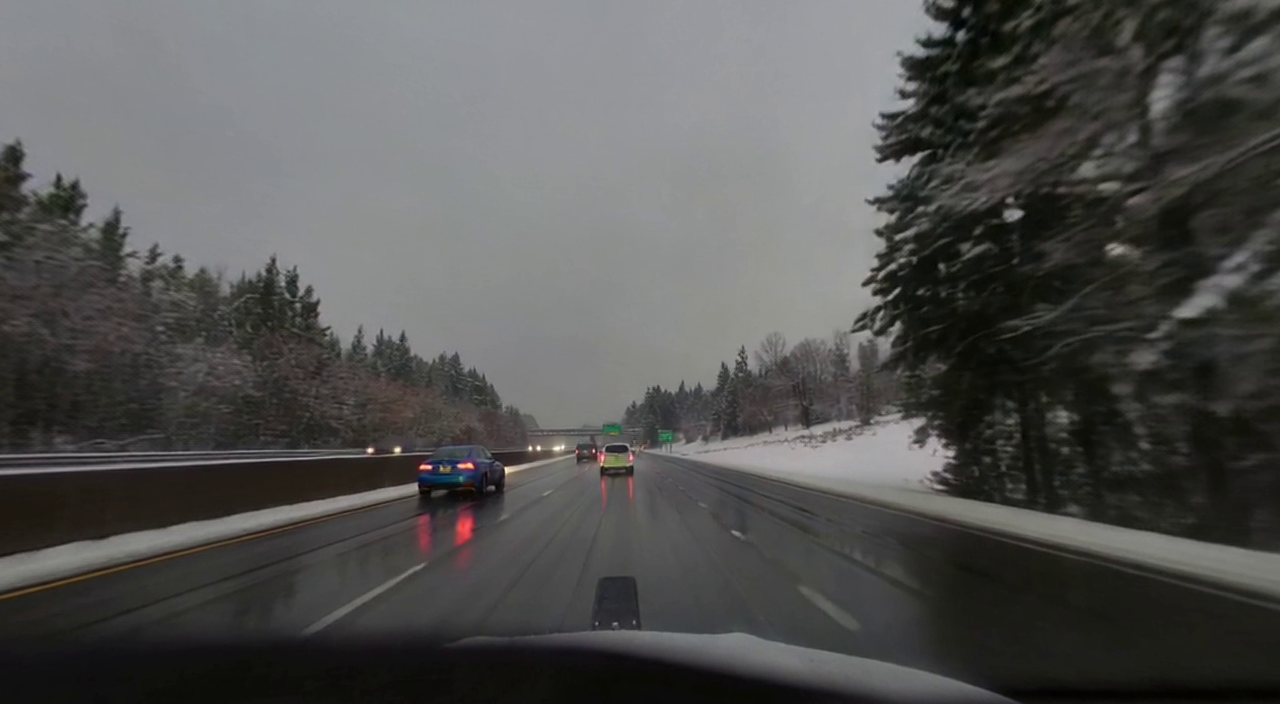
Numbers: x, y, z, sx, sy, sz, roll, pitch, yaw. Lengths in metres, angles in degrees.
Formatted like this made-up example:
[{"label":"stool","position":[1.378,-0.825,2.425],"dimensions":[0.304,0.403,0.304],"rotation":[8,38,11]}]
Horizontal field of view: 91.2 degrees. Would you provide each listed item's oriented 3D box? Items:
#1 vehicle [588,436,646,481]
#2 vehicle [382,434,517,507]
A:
[{"label":"vehicle","position":[-0.939,4.394,26.050],"dimensions":[2.220,1.711,4.056],"rotation":[0,-9,-1]},{"label":"vehicle","position":[-4.776,3.042,16.549],"dimensions":[2.103,1.588,4.709],"rotation":[-1,-9,0]}]
